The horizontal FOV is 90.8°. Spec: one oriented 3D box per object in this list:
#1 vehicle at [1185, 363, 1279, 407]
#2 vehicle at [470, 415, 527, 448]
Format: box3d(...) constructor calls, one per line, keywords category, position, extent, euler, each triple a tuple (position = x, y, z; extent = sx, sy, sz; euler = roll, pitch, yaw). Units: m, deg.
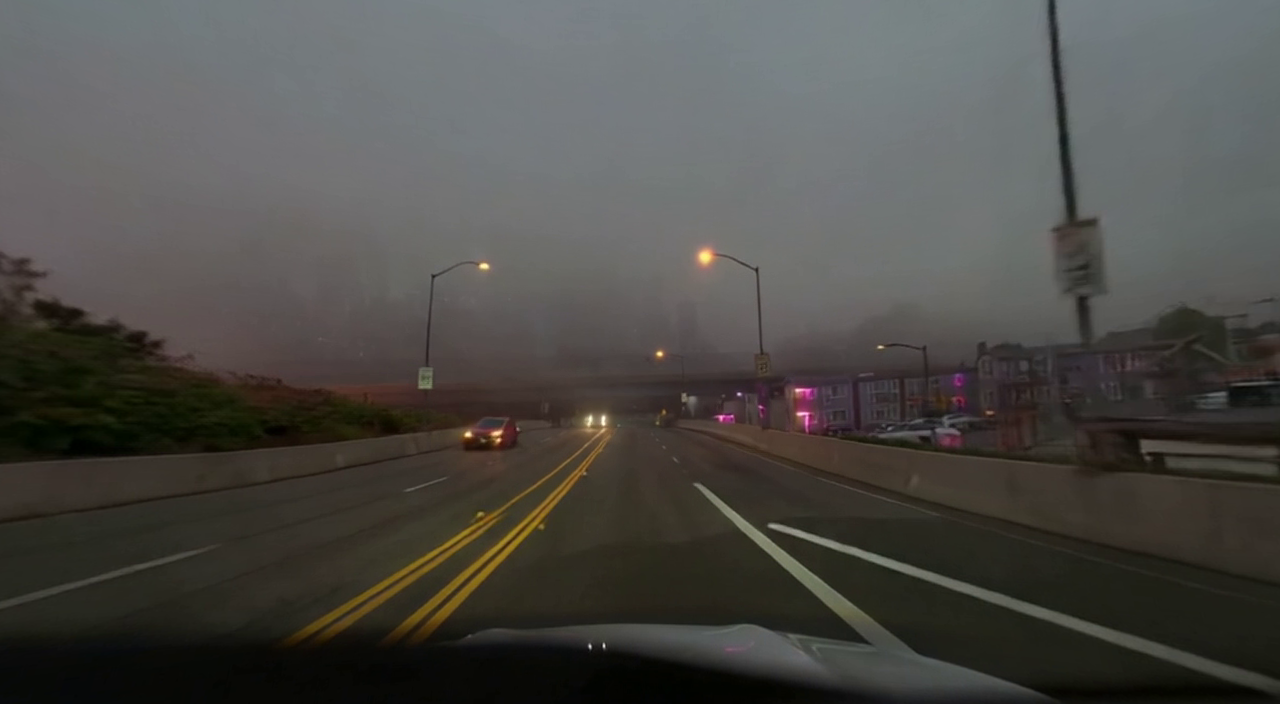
box3d(category="vehicle", position=(27.194, 1.491, 28.360), extent=(3.698, 1.510, 1.672), euler=(-3, -15, -2))
box3d(category="vehicle", position=(-7.635, 4.410, 34.503), extent=(2.025, 1.664, 4.459), euler=(0, -9, 1))
